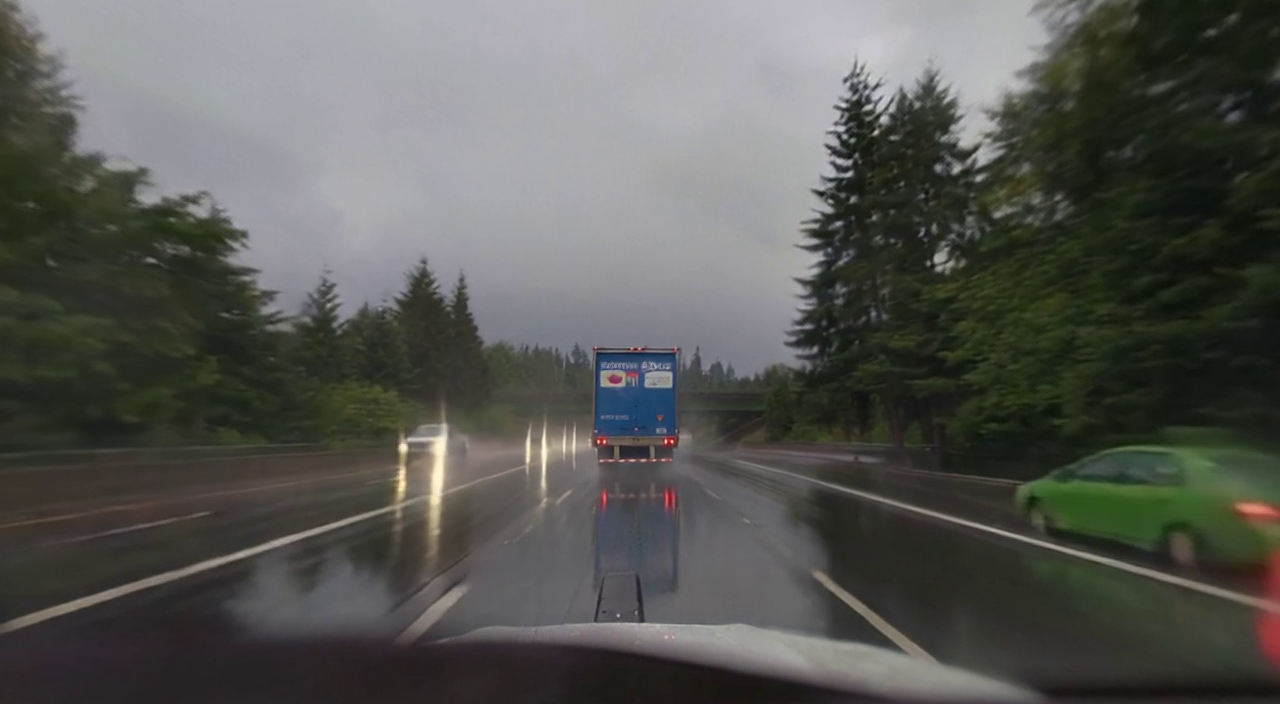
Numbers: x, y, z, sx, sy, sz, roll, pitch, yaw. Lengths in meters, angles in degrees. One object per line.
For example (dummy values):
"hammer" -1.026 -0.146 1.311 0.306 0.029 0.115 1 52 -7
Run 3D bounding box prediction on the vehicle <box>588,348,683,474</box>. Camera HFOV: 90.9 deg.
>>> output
"vehicle" -0.393 2.452 24.443 2.895 3.861 10.213 0 -8 -3

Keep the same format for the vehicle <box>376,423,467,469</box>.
"vehicle" -8.437 3.671 24.751 2.081 1.613 4.273 0 -8 0

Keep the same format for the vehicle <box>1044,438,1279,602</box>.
"vehicle" 7.714 2.039 8.210 2.050 1.637 4.397 3 -7 1
